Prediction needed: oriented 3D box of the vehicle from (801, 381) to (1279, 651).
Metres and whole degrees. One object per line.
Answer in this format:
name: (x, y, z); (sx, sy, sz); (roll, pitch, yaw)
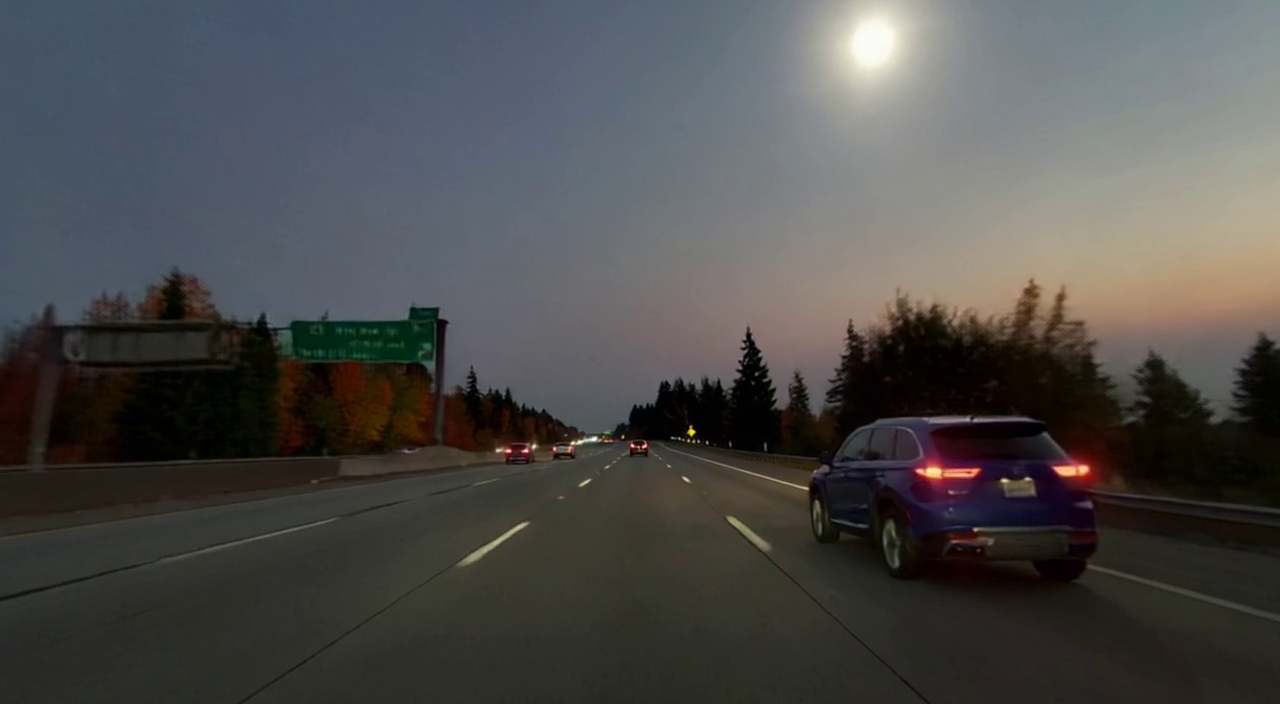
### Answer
vehicle: (3.225, 1.348, 6.193); (2.120, 1.706, 4.226); (0, -8, 0)

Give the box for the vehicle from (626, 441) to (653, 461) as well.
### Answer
vehicle: (-0.033, 7.668, 49.100); (1.985, 1.450, 4.266); (0, -8, 0)
